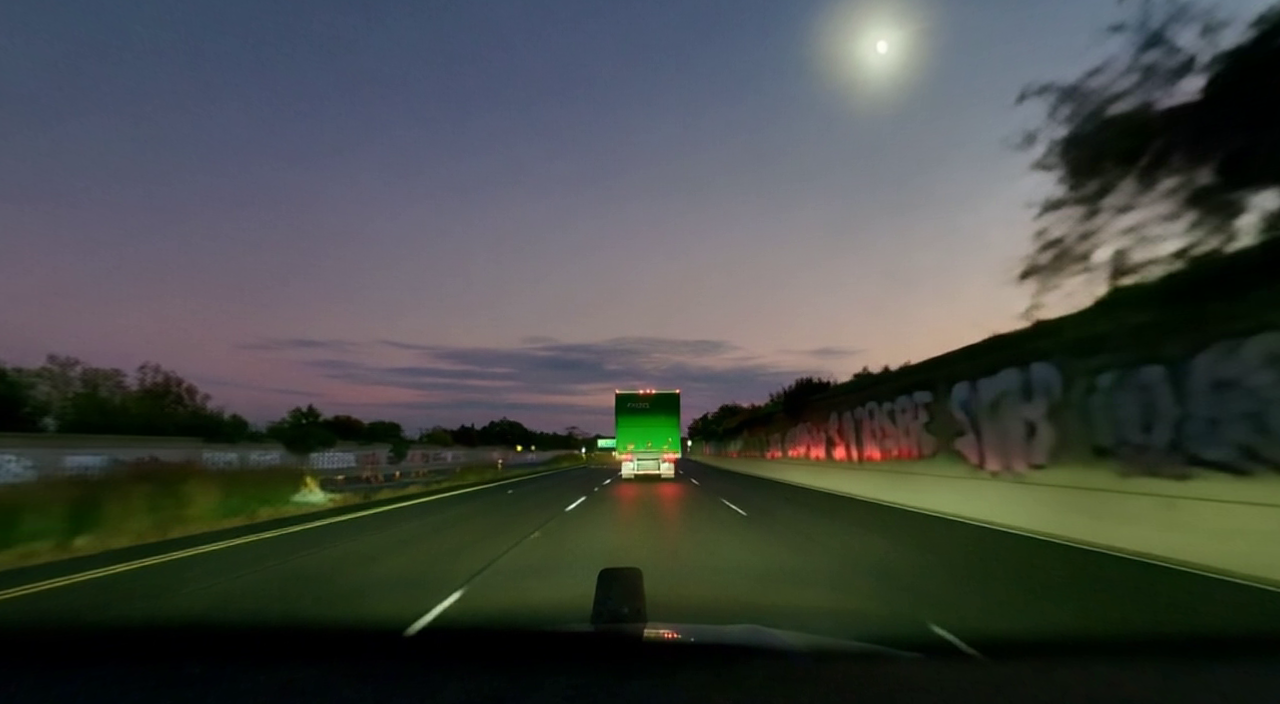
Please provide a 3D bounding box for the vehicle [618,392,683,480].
[{"bbox_3d":[0.406,4.573,33.644,2.900,3.955,10.151,0,-9,-1],"label":"vehicle"}]
